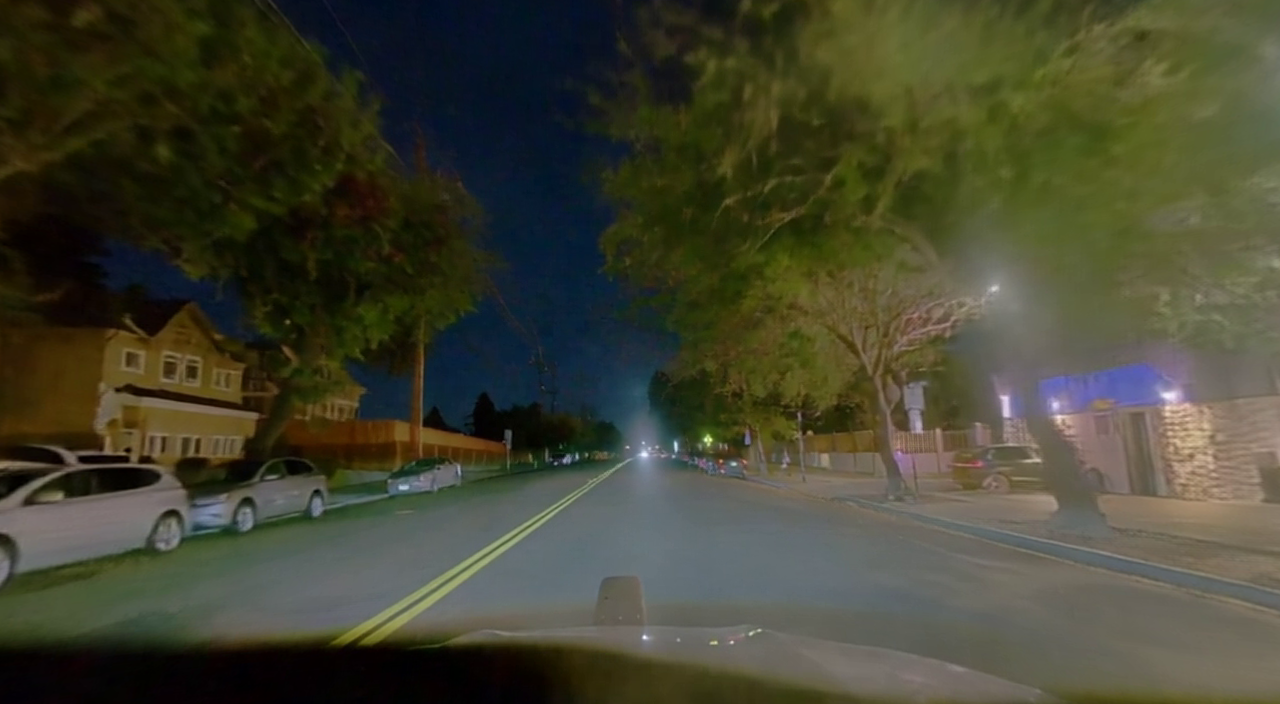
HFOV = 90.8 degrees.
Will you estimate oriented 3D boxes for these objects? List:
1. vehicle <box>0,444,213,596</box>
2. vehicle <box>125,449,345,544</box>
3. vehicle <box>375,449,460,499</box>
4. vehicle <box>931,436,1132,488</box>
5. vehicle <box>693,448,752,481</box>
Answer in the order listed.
[{"bbox_3d":[-8.574,2.206,8.914,1.975,1.775,4.509,0,-8,-1],"label":"vehicle"},{"bbox_3d":[-8.584,3.026,13.998,1.913,1.723,4.318,0,-8,1],"label":"vehicle"},{"bbox_3d":[-8.815,4.847,25.466,1.970,1.785,4.274,0,-8,-2],"label":"vehicle"},{"bbox_3d":[11.748,3.323,19.248,4.716,1.480,2.023,0,-8,1],"label":"vehicle"},{"bbox_3d":[4.158,5.737,32.566,2.052,1.476,4.438,-2,-9,-4],"label":"vehicle"}]
